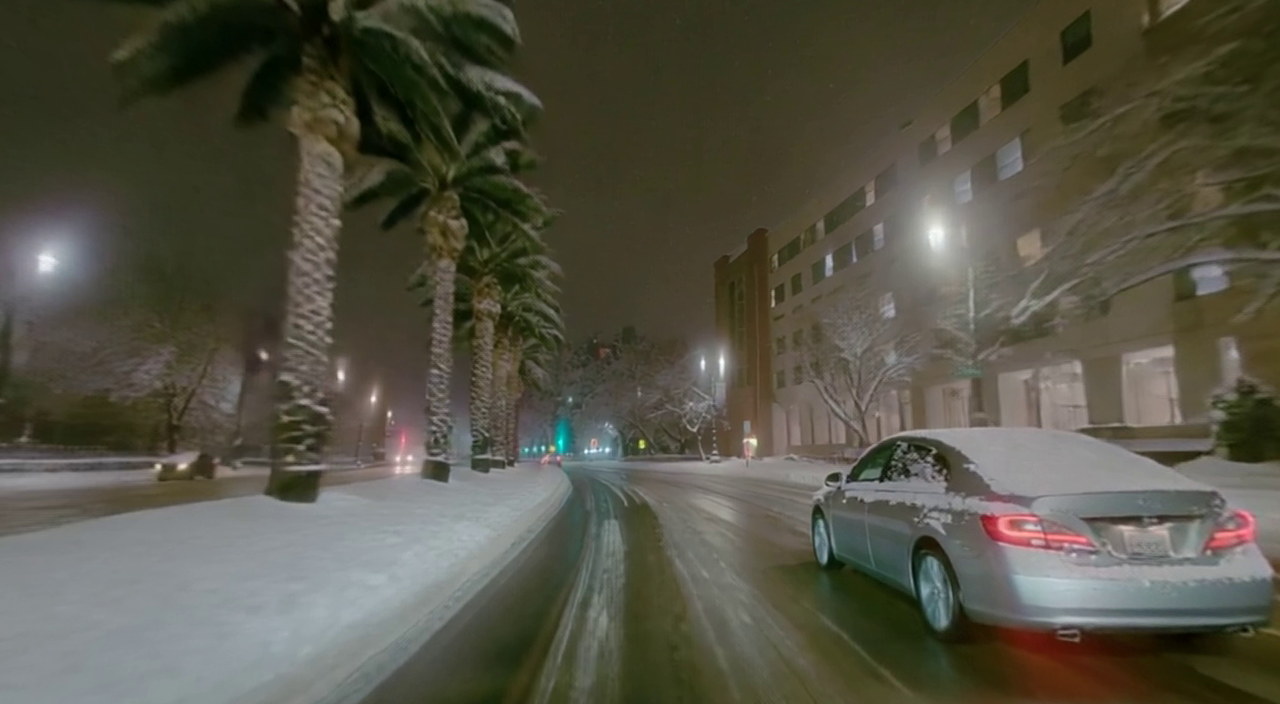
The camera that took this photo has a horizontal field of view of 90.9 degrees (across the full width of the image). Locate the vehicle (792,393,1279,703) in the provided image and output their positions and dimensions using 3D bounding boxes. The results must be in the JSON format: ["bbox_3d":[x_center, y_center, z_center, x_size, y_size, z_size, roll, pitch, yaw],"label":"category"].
[{"bbox_3d":[2.816,1.326,5.392,1.867,1.554,4.301,-1,-9,-1],"label":"vehicle"}]
